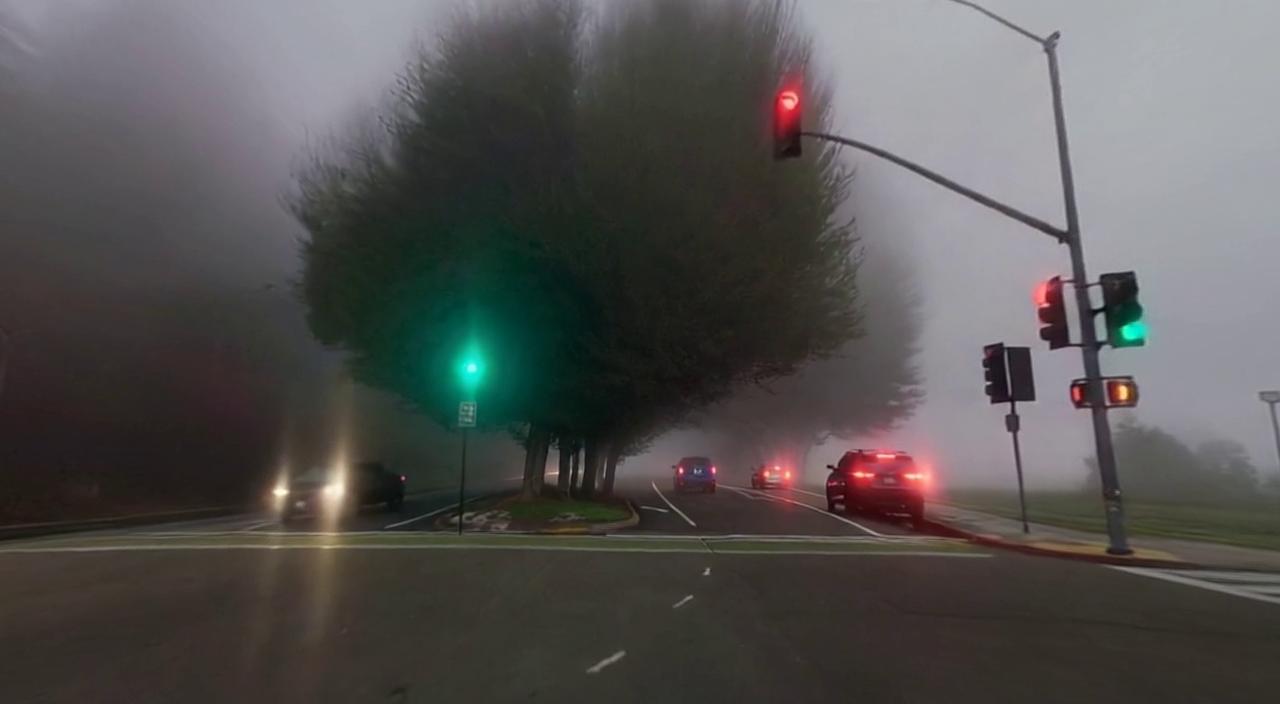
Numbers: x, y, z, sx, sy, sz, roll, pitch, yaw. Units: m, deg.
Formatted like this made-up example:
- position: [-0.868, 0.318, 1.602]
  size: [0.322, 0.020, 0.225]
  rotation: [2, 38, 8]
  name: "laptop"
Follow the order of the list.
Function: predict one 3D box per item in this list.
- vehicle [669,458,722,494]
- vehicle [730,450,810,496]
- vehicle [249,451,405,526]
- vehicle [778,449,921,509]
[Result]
- position: [2.806, 6.420, 33.014]
  size: [2.140, 1.655, 4.786]
  rotation: [0, -9, -2]
  name: "vehicle"
- position: [7.524, 7.074, 37.608]
  size: [2.802, 2.409, 6.553]
  rotation: [1, -9, -6]
  name: "vehicle"
- position: [-8.508, 3.693, 17.772]
  size: [2.049, 1.786, 4.557]
  rotation: [0, -9, 0]
  name: "vehicle"
- position: [8.820, 5.405, 27.708]
  size: [2.771, 2.214, 7.159]
  rotation: [1, -9, -10]
  name: "vehicle"
